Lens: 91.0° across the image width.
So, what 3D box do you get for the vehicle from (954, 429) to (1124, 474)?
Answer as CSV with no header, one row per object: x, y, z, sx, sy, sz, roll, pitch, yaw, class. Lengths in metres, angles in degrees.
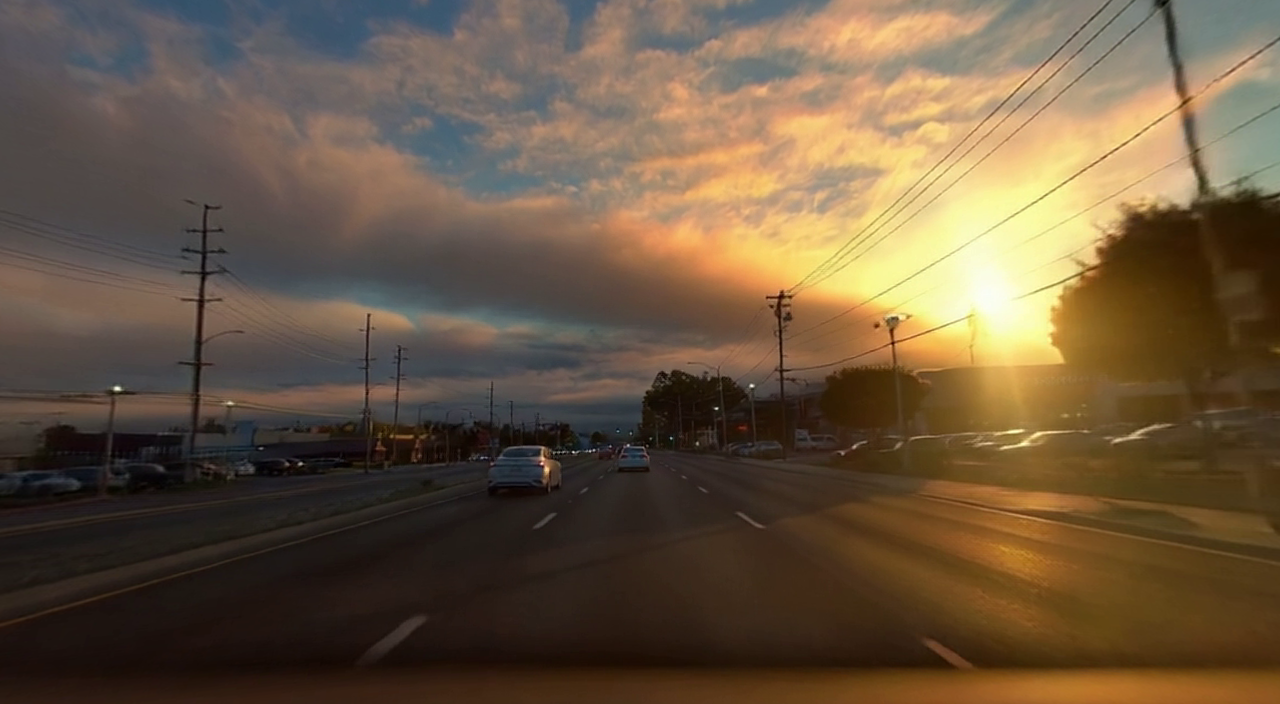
14.069,3.525,22.446,4.630,1.497,2.016,0,-9,1,vehicle

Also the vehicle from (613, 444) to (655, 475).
-0.306,5.402,31.953,2.019,1.459,4.005,0,-9,-1,vehicle

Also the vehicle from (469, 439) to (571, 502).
-3.161,3.206,17.499,1.939,1.496,4.309,0,-9,0,vehicle

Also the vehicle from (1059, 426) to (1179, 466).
19.278,3.828,25.607,1.813,1.503,3.864,0,-9,0,vehicle

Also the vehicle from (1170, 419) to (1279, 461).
25.032,3.610,25.831,4.514,1.606,2.128,0,-9,1,vehicle

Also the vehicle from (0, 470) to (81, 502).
-30.667,6.522,30.802,4.570,1.428,2.098,0,-9,0,vehicle
